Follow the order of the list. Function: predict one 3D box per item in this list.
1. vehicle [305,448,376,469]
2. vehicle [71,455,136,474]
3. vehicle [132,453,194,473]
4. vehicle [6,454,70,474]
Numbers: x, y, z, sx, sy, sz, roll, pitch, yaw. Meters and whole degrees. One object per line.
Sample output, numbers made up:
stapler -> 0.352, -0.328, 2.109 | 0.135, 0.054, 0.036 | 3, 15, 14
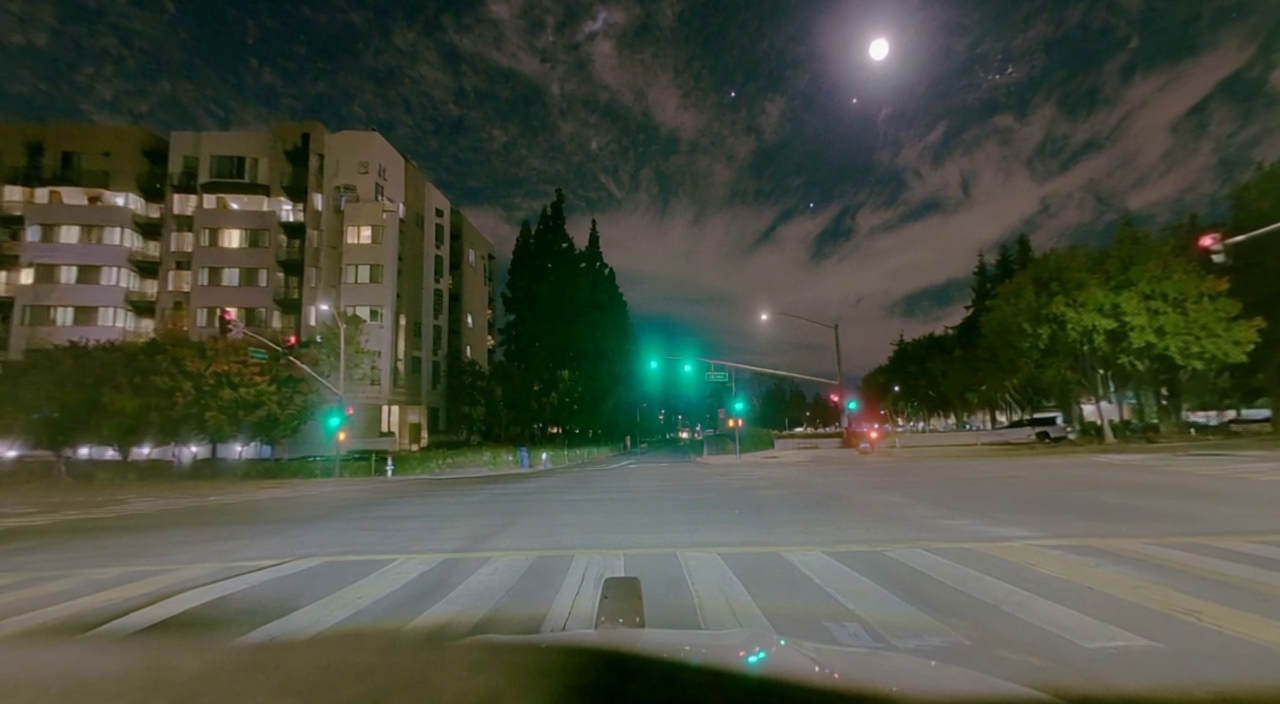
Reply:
vehicle -> -21.941, 7.788, 46.409 | 4.207, 1.508, 1.875 | 0, -9, 2
vehicle -> -41.337, 8.677, 48.773 | 1.651, 1.379, 3.787 | 0, -9, 0
vehicle -> -36.441, 8.504, 48.356 | 1.709, 1.410, 3.945 | 0, -9, -1
vehicle -> -46.320, 8.619, 48.659 | 1.627, 1.392, 3.330 | 0, -9, -1
